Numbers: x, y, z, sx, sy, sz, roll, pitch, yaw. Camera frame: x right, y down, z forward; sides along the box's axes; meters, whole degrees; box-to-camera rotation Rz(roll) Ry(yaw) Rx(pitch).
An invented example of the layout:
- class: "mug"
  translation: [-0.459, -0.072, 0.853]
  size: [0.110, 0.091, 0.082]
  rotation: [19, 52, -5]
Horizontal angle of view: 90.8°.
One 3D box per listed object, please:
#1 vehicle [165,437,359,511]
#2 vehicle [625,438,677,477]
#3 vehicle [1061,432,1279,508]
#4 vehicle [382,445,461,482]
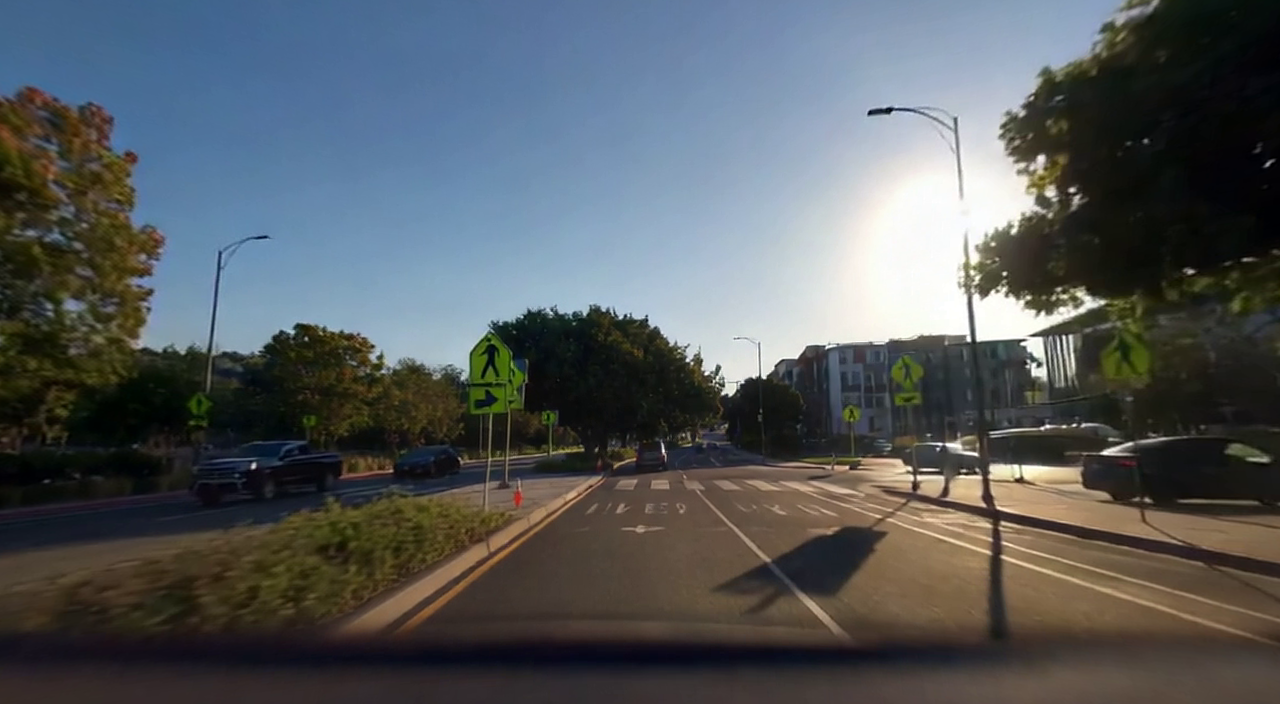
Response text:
- class: "vehicle"
  translation: [-10.462, 3.396, 18.174]
  size: [2.162, 1.767, 5.368]
  rotation: [-1, -9, 1]
- class: "vehicle"
  translation: [0.512, 4.734, 28.527]
  size: [2.158, 1.600, 3.865]
  rotation: [-1, -8, 2]
- class: "vehicle"
  translation: [11.918, 2.448, 13.373]
  size: [4.627, 1.444, 1.956]
  rotation: [0, -9, -3]
- class: "vehicle"
  translation: [-10.160, 5.210, 29.767]
  size: [2.197, 1.606, 4.034]
  rotation: [-1, -9, 2]
